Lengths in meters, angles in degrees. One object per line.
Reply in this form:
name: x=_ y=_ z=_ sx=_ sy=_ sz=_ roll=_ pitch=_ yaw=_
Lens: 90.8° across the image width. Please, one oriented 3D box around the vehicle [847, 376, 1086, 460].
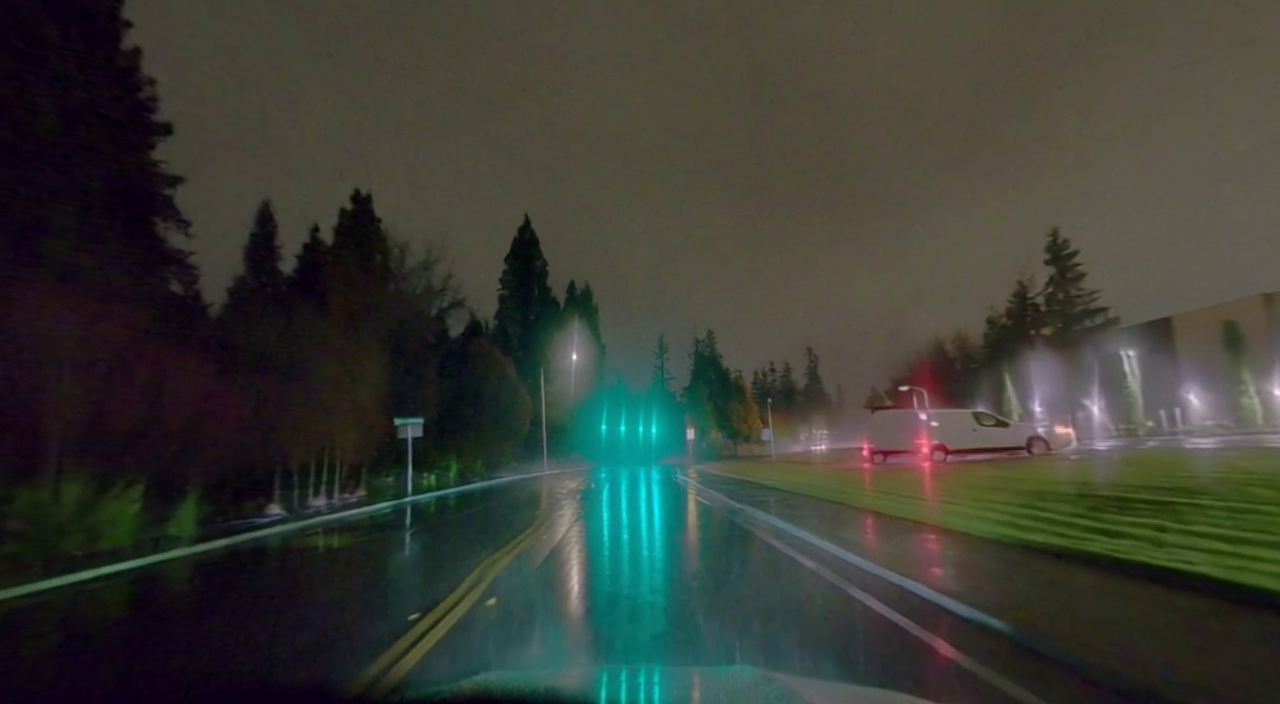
vehicle: x=18.901 y=4.755 z=40.333 sx=3.411 sy=3.967 sz=20.452 roll=0 pitch=-9 yaw=-3
